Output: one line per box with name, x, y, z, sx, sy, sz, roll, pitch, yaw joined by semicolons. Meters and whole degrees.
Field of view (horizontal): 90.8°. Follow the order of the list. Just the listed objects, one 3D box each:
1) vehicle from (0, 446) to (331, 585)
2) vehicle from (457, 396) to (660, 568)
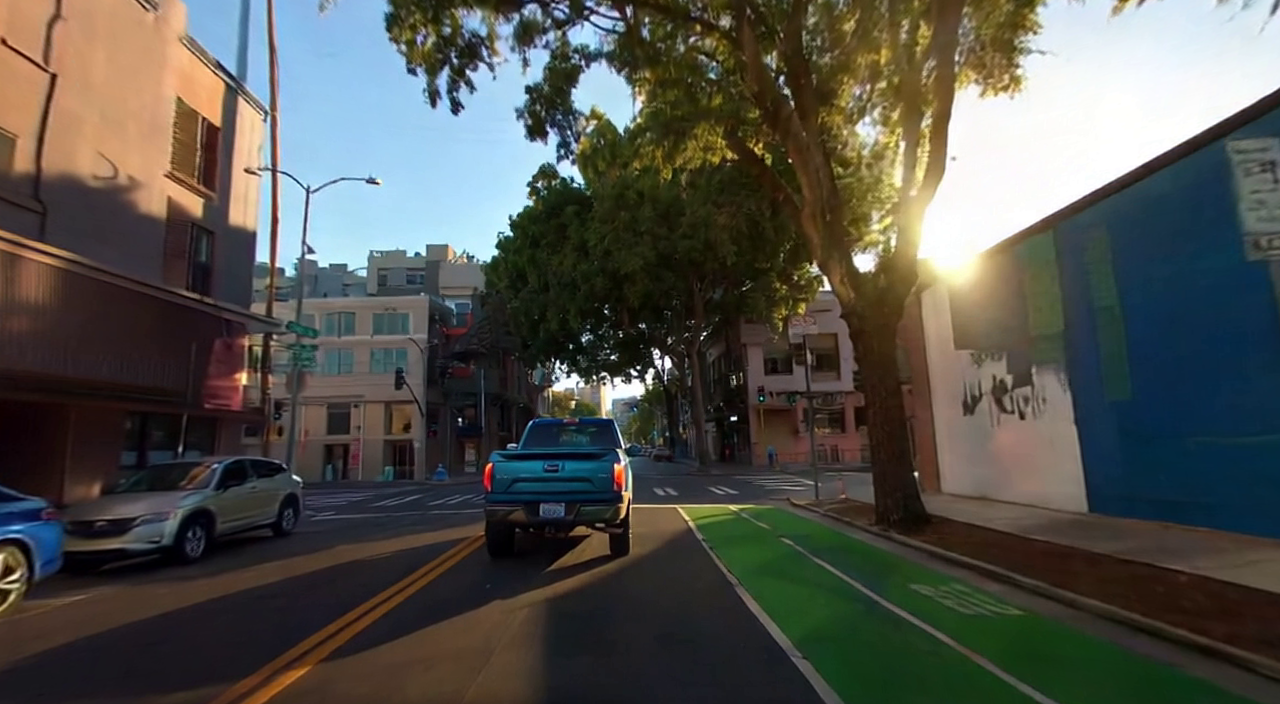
vehicle;-7.441;2.480;10.686;1.884;1.730;5.076;0;-8;-1
vehicle;-0.893;1.766;9.320;2.215;1.882;4.611;0;-8;0
